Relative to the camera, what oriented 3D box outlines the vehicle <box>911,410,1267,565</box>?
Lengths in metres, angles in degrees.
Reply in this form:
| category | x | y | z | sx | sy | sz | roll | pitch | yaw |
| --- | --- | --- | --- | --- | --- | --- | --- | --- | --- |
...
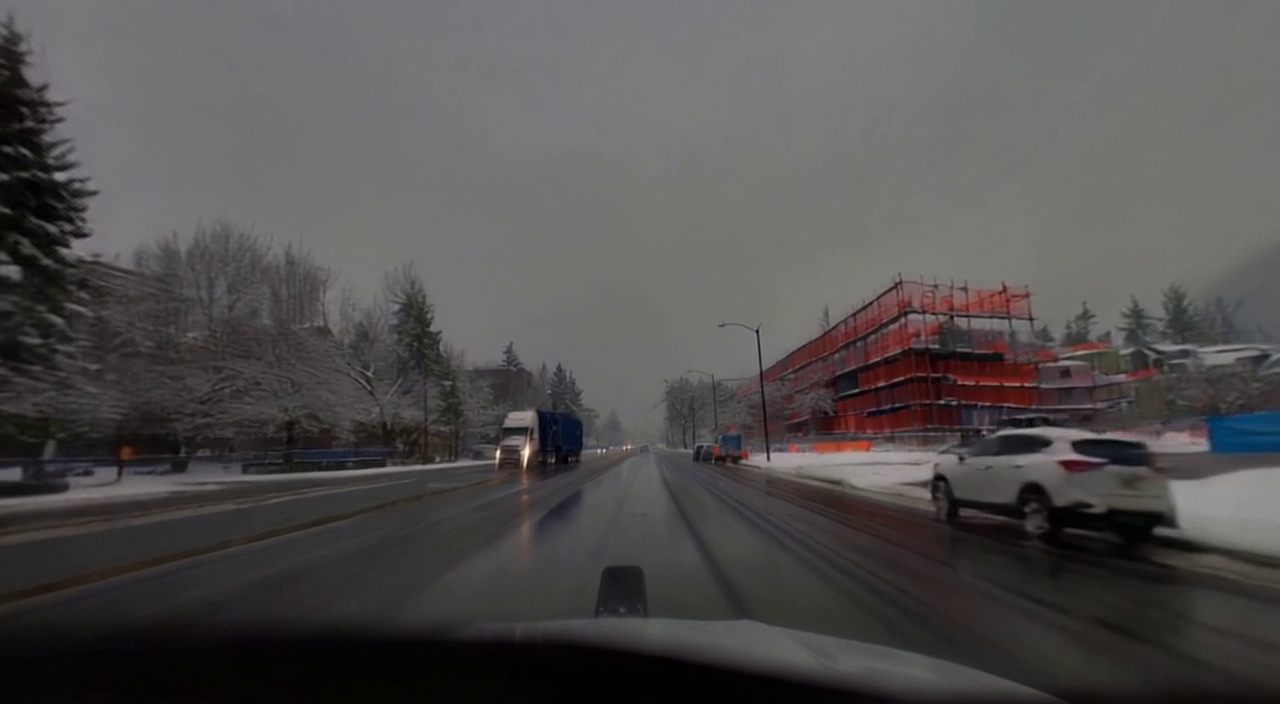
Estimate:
| category | x | y | z | sx | sy | sz | roll | pitch | yaw |
| --- | --- | --- | --- | --- | --- | --- | --- | --- | --- |
| vehicle | 6.610 | 2.034 | 10.243 | 2.169 | 1.880 | 4.849 | 0 | -9 | 0 |

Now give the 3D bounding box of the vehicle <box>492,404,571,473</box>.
| category | x | y | z | sx | sy | sz | roll | pitch | yaw |
| --- | --- | --- | --- | --- | --- | --- | --- | --- | --- |
| vehicle | -6.857 | 5.803 | 41.708 | 3.071 | 3.982 | 10.729 | -1 | -9 | 2 |

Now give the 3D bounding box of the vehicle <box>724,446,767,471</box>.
| category | x | y | z | sx | sy | sz | roll | pitch | yaw |
| --- | --- | --- | --- | --- | --- | --- | --- | --- | --- |
| vehicle | 6.764 | 6.846 | 40.668 | 1.933 | 1.488 | 4.736 | 0 | -9 | 0 |
